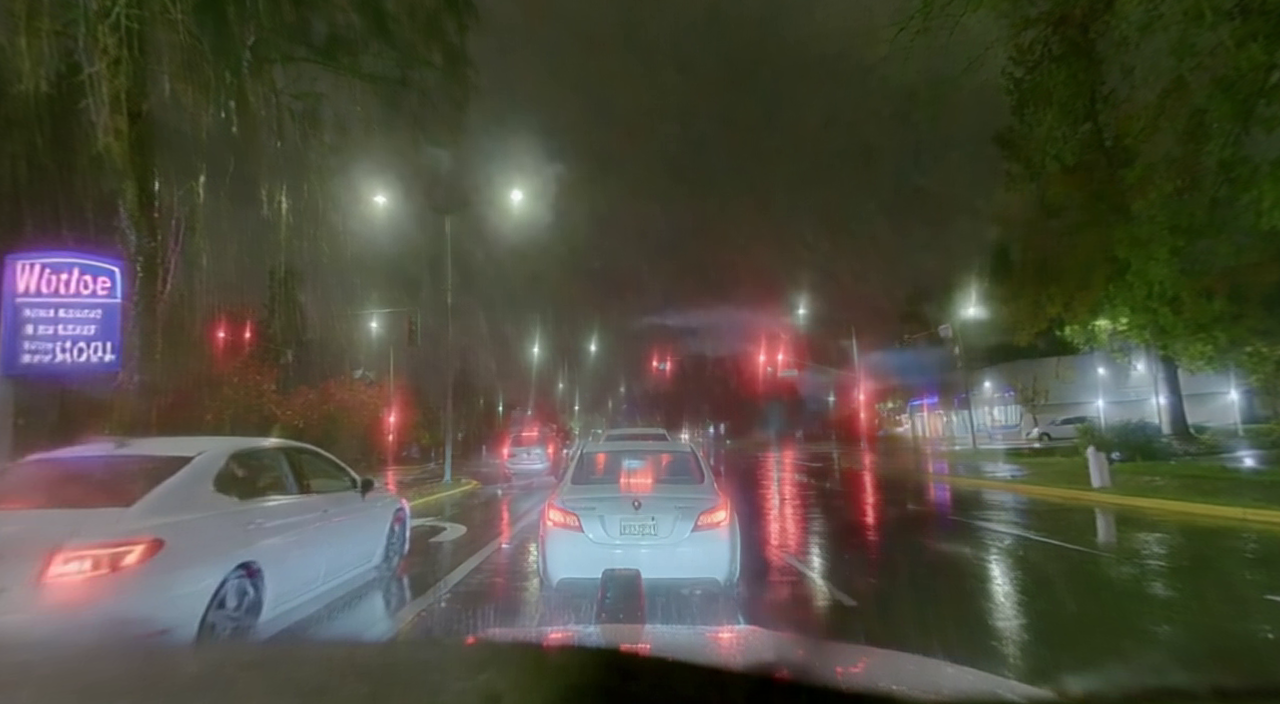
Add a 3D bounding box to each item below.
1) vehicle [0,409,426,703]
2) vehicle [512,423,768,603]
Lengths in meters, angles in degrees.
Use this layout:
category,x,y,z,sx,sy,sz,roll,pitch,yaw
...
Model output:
category,x,y,z,sx,sy,sz,roll,pitch,yaw
vehicle,-3.497,1.337,5.099,1.961,1.487,4.453,0,-8,0
vehicle,-0.058,1.635,7.311,2.126,1.475,3.967,0,-8,-2
